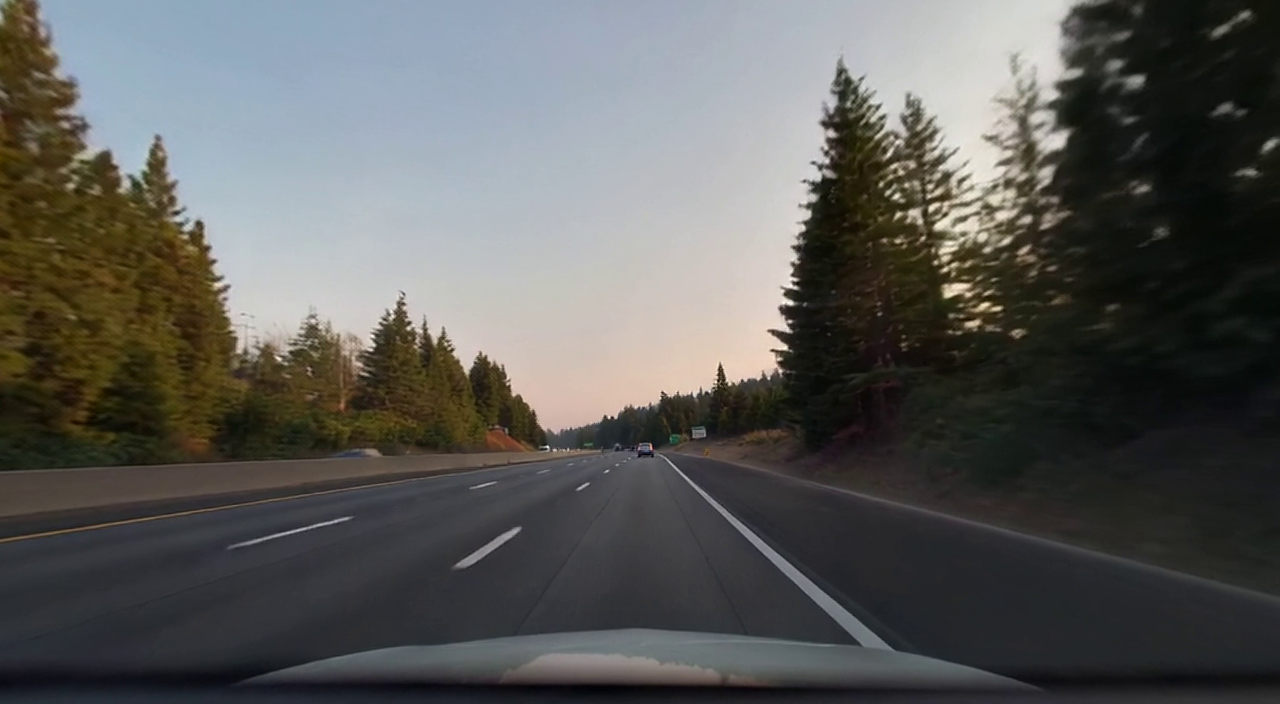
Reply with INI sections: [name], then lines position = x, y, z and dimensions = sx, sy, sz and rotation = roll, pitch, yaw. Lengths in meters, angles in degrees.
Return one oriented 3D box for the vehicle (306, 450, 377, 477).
[vehicle]
position = -17.333, 6.484, 36.905
dimensions = 1.797, 1.455, 4.751
rotation = 0, -8, 1
